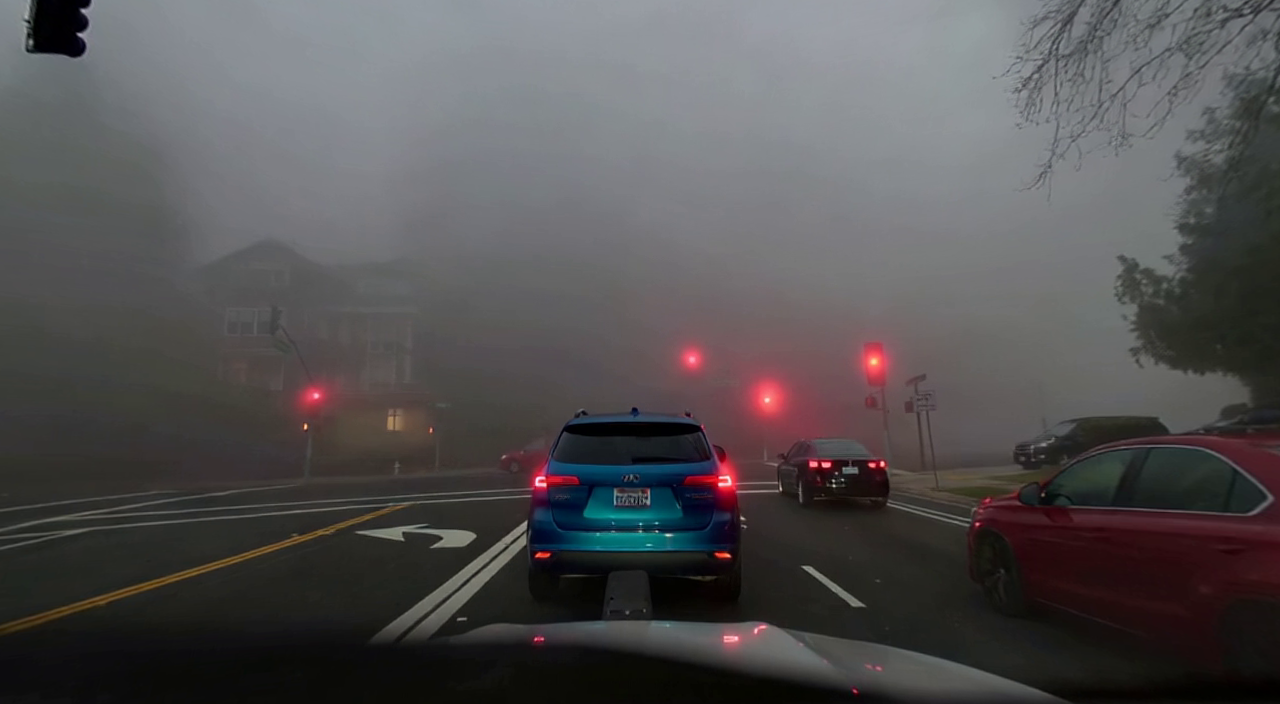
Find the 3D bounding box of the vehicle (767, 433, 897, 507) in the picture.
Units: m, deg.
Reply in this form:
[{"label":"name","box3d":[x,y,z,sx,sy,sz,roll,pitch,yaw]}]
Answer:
[{"label":"vehicle","box3d":[4.407,2.757,15.192,1.934,1.506,4.282,-1,-8,2]}]

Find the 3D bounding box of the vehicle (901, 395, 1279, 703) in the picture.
[{"label":"vehicle","box3d":[3.654,1.157,4.000,2.077,1.527,4.755,0,-8,2]}]

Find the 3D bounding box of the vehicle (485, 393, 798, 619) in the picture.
[{"label":"vehicle","box3d":[0.045,1.469,6.947,2.322,1.667,4.367,0,-8,1]}]
